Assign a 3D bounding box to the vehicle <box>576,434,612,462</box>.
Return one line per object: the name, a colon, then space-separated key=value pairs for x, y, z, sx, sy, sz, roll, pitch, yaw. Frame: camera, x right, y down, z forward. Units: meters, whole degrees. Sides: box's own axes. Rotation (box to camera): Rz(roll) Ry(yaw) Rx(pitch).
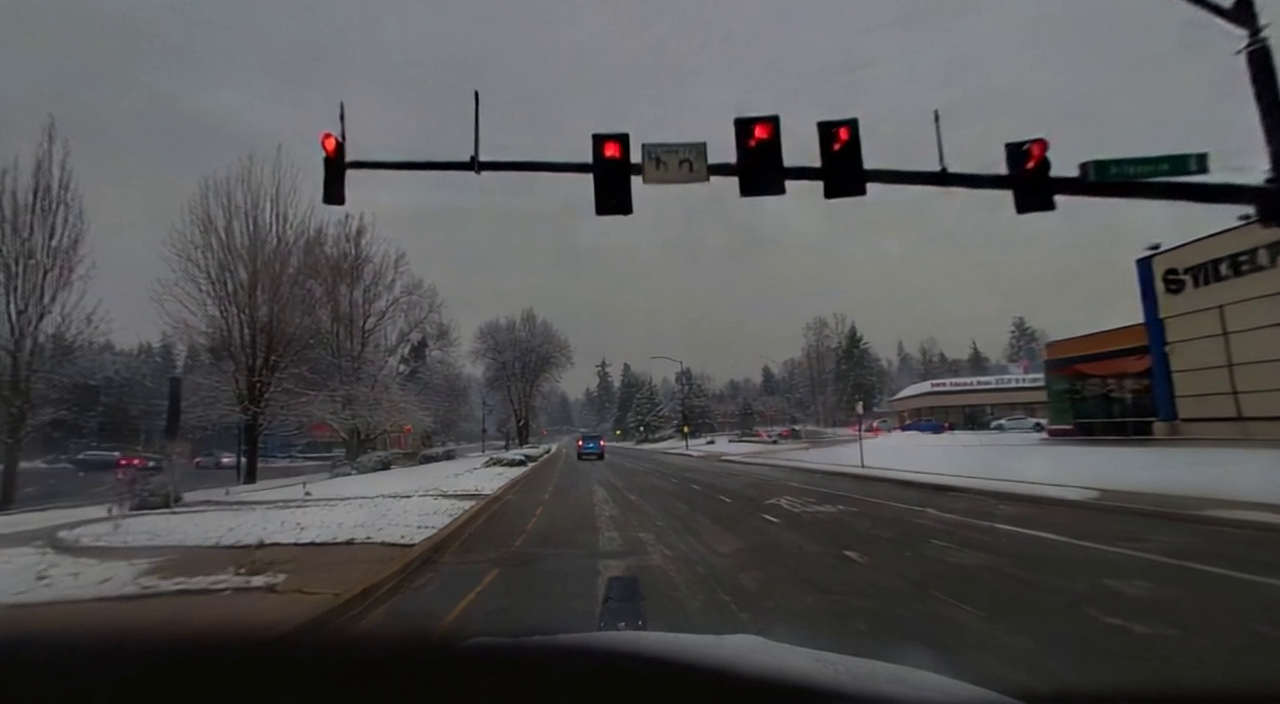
vehicle: x=-3.275 y=6.643 z=43.922 sx=2.146 sy=1.814 sz=5.110 roll=1 pitch=-8 yaw=-8
